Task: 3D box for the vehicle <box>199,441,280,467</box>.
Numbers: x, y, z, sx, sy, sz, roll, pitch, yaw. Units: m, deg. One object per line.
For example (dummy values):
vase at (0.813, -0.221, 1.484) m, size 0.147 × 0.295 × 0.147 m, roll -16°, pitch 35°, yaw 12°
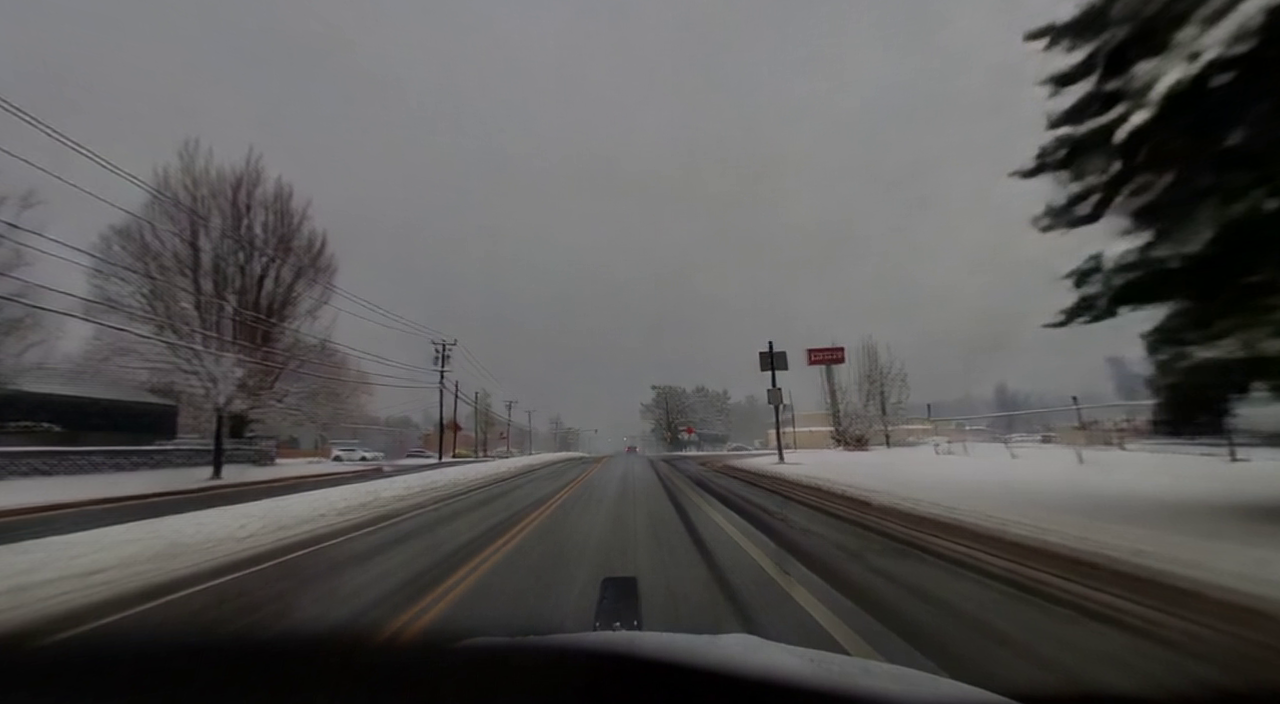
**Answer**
vehicle at (-23.615, 6.017, 37.547) m, size 1.815 × 1.460 × 4.642 m, roll 0°, pitch -8°, yaw 0°
